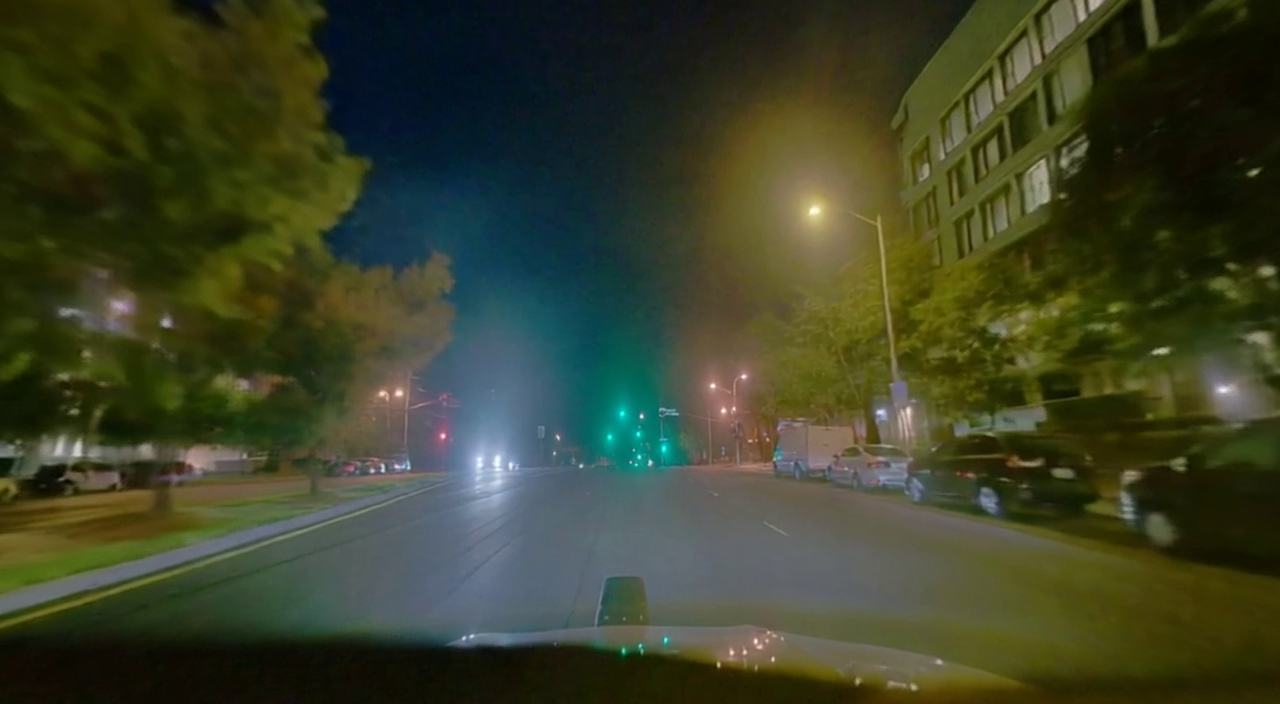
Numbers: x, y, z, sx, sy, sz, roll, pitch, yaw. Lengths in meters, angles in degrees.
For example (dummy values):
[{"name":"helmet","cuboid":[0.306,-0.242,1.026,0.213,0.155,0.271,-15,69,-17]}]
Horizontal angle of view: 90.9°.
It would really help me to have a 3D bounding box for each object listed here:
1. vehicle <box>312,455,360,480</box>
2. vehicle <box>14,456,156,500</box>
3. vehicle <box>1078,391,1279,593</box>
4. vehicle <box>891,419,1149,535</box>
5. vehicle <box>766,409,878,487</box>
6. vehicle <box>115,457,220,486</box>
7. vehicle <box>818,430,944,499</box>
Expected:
[{"name":"vehicle","cuboid":[-22.470,8.506,46.707,1.875,1.528,3.717,-5,-9,-3]},{"name":"vehicle","cuboid":[-22.292,5.028,25.600,1.922,1.545,4.178,0,-9,1]},{"name":"vehicle","cuboid":[7.052,1.348,6.165,2.200,1.860,4.511,0,-9,-1]},{"name":"vehicle","cuboid":[7.056,2.362,12.545,2.089,1.788,4.817,1,-9,0]},{"name":"vehicle","cuboid":[7.150,3.909,25.838,2.391,2.750,6.853,0,-9,-1]},{"name":"vehicle","cuboid":[-25.491,6.460,34.124,4.194,1.471,1.834,0,-9,-1]},{"name":"vehicle","cuboid":[6.992,3.304,18.898,1.889,1.799,4.704,0,-9,0]}]
